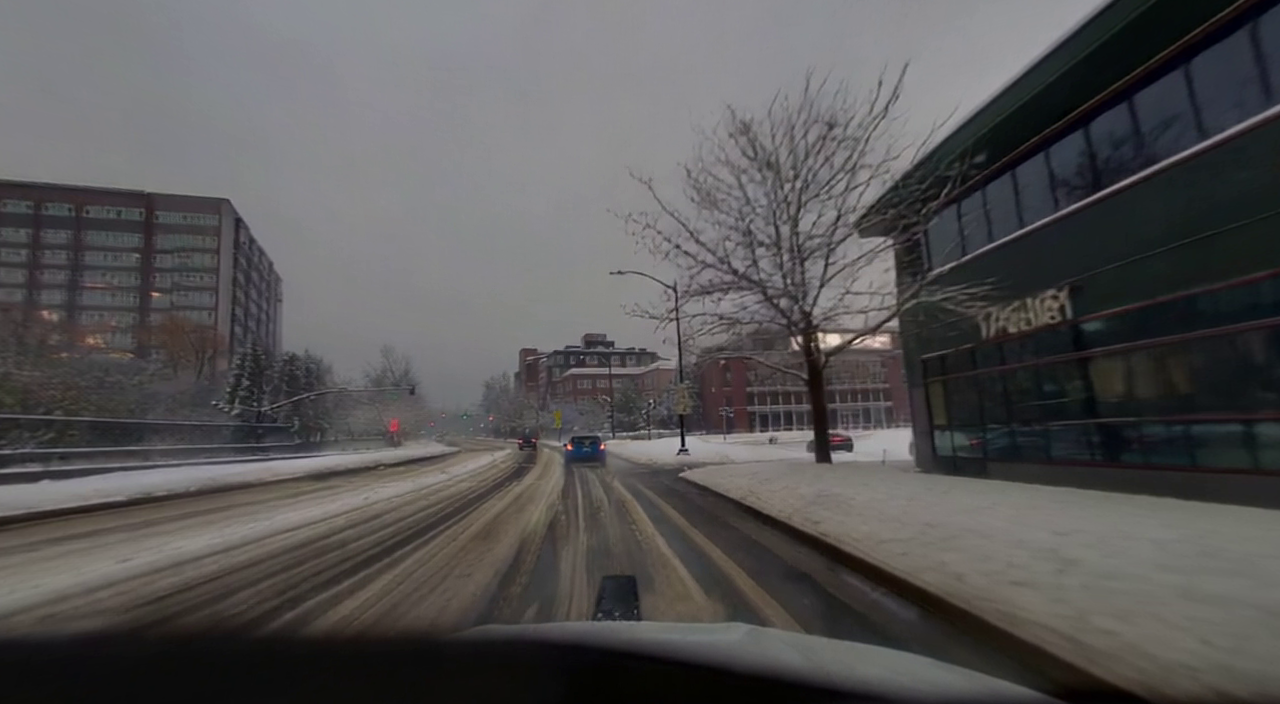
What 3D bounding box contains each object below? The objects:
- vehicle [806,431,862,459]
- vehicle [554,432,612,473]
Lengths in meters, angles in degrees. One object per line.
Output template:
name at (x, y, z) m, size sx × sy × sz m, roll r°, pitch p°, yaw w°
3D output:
vehicle at (15.188, 7.353, 49.649) m, size 1.932 × 1.762 × 4.835 m, roll 2°, pitch -13°, yaw -13°
vehicle at (-2.477, 4.183, 26.511) m, size 2.231 × 1.572 × 4.227 m, roll 1°, pitch -8°, yaw -7°
